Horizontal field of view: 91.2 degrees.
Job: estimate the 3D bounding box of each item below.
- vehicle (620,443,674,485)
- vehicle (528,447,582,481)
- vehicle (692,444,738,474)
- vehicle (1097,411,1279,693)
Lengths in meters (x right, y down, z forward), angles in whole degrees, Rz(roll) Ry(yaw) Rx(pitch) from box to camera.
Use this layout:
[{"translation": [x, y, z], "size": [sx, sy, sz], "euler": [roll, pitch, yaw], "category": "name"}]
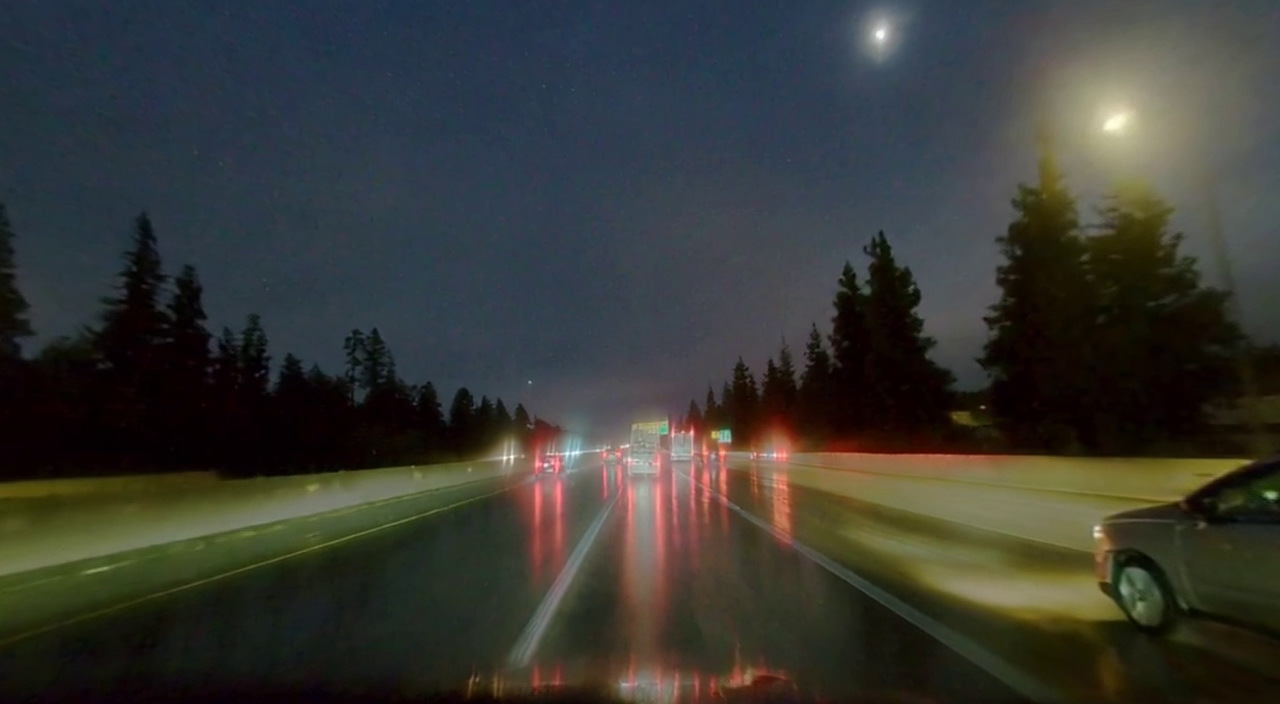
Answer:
[{"translation": [0.266, 4.556, 25.750], "size": [2.015, 1.526, 4.286], "euler": [0, -9, 0], "category": "vehicle"}, {"translation": [-4.047, 5.423, 30.591], "size": [1.967, 1.473, 4.439], "euler": [0, -9, 0], "category": "vehicle"}, {"translation": [4.211, 6.105, 35.930], "size": [2.018, 1.639, 4.149], "euler": [0, -9, -1], "category": "vehicle"}, {"translation": [4.493, 0.946, 2.566], "size": [2.059, 1.506, 4.106], "euler": [0, -9, -1], "category": "vehicle"}]
